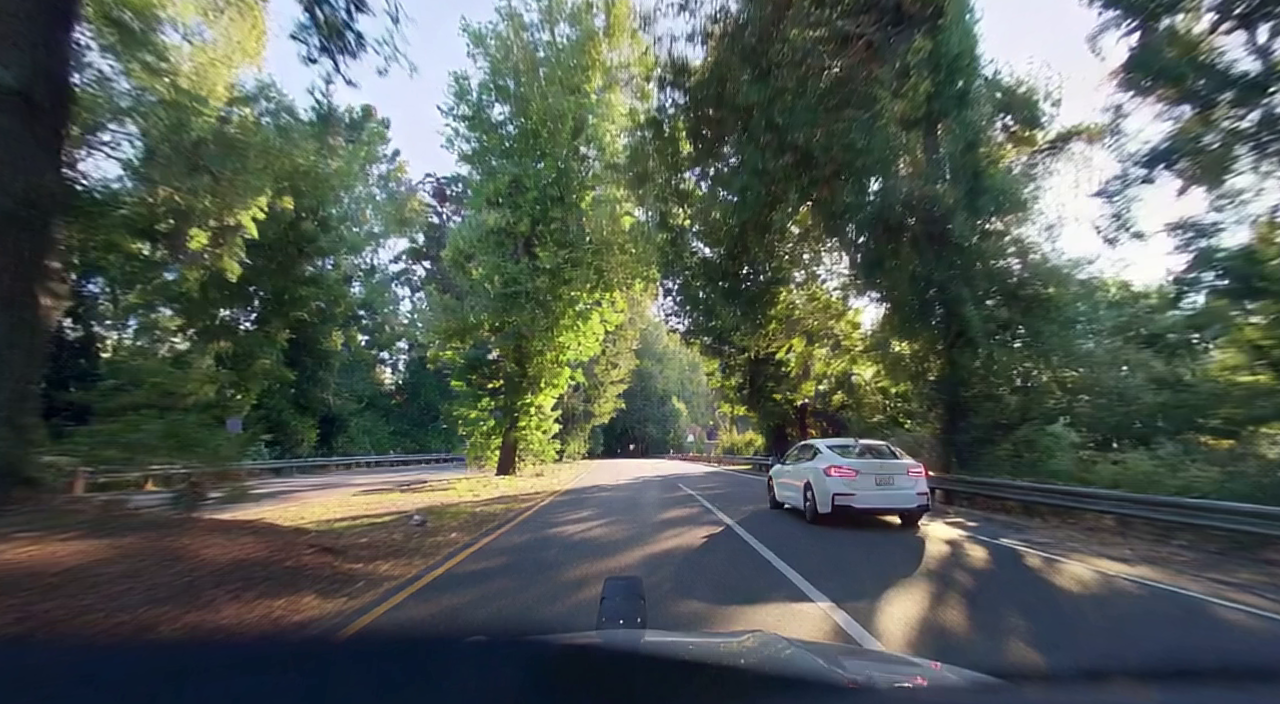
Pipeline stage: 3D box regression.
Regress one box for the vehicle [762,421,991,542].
[{"bbox_3d":[3.596,2.069,10.762,2.060,1.584,4.592,0,-9,-1],"label":"vehicle"}]
